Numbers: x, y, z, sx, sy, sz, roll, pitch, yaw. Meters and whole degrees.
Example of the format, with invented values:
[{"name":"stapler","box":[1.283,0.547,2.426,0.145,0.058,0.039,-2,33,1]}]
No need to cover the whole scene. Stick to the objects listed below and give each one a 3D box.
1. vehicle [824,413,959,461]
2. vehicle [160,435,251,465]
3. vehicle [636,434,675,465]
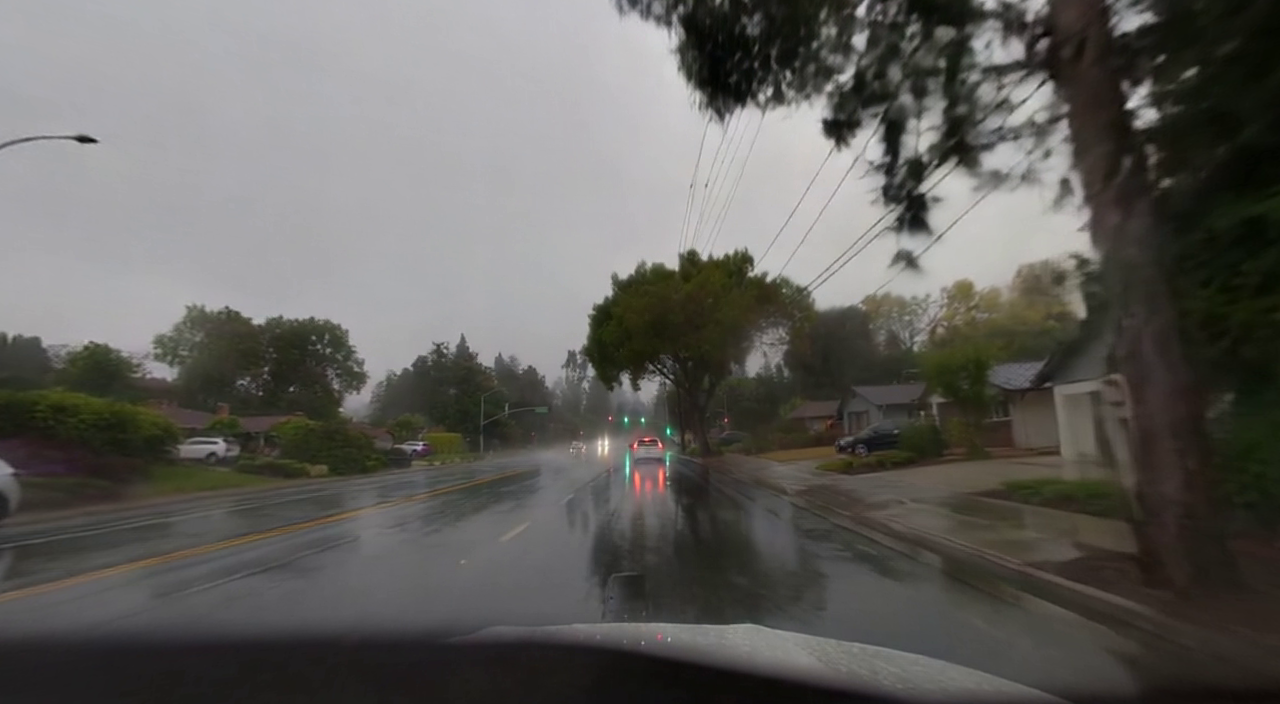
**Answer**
[{"name":"vehicle","box":[10.442,3.572,26.435,4.746,1.485,1.916,-5,-8,0]},{"name":"vehicle","box":[-28.182,6.328,40.848,5.100,1.864,2.490,-4,-9,25]},{"name":"vehicle","box":[0.865,5.464,35.359,2.088,1.607,3.903,0,-8,2]}]
